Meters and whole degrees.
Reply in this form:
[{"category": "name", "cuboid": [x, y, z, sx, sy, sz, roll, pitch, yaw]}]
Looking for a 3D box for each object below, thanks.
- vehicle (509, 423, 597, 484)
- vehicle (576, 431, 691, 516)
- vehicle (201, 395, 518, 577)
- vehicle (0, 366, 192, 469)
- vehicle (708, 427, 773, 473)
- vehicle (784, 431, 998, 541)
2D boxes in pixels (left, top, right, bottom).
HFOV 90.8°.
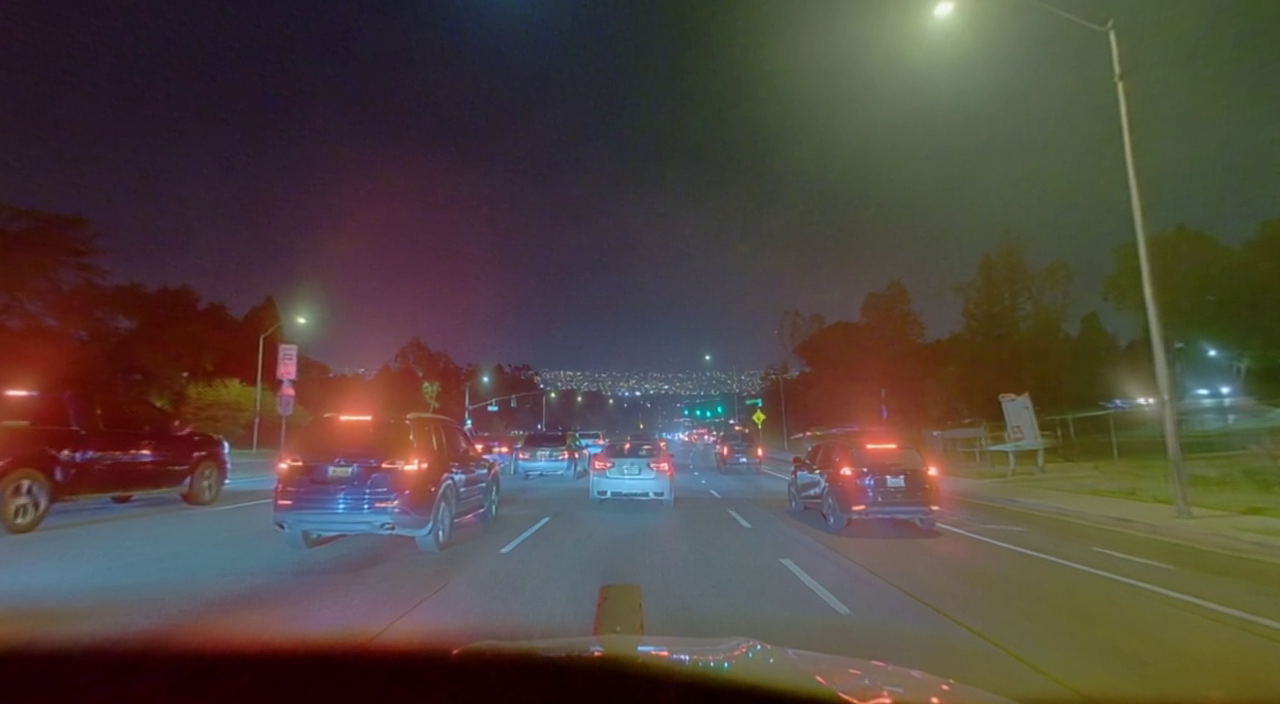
[{"category": "vehicle", "cuboid": [-2.827, 3.443, 21.673, 2.218, 1.829, 4.492, 0, -8, 2]}, {"category": "vehicle", "cuboid": [-0.100, 2.468, 13.361, 2.030, 1.477, 4.330, 0, -8, 1]}, {"category": "vehicle", "cuboid": [-3.209, 1.672, 8.790, 2.111, 1.745, 5.274, 0, -8, -2]}, {"category": "vehicle", "cuboid": [-27.756, 3.108, 28.855, 3.181, 4.189, 14.107, -1, -8, 5]}, {"category": "vehicle", "cuboid": [4.303, 4.283, 27.759, 2.099, 1.845, 4.363, 0, -8, 0]}, {"category": "vehicle", "cuboid": [3.863, 2.116, 10.654, 1.884, 1.463, 4.195, 0, -8, 0]}]
